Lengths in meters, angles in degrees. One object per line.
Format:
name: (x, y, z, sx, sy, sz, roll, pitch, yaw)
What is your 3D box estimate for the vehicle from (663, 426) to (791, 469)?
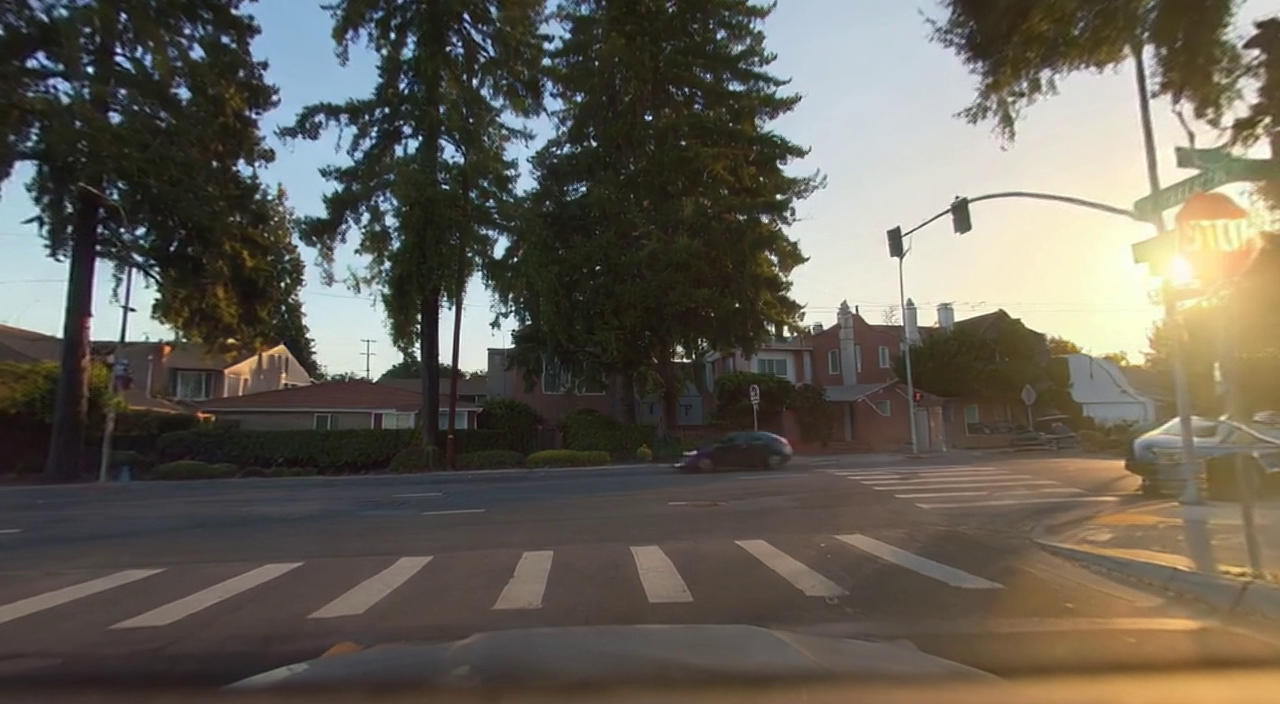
vehicle: (3.189, 3.517, 23.407, 4.296, 1.499, 1.814, 2, -9, -16)

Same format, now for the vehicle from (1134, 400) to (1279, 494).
vehicle: (12.795, 1.886, 12.689, 4.208, 1.685, 2.014, 1, -8, -8)
